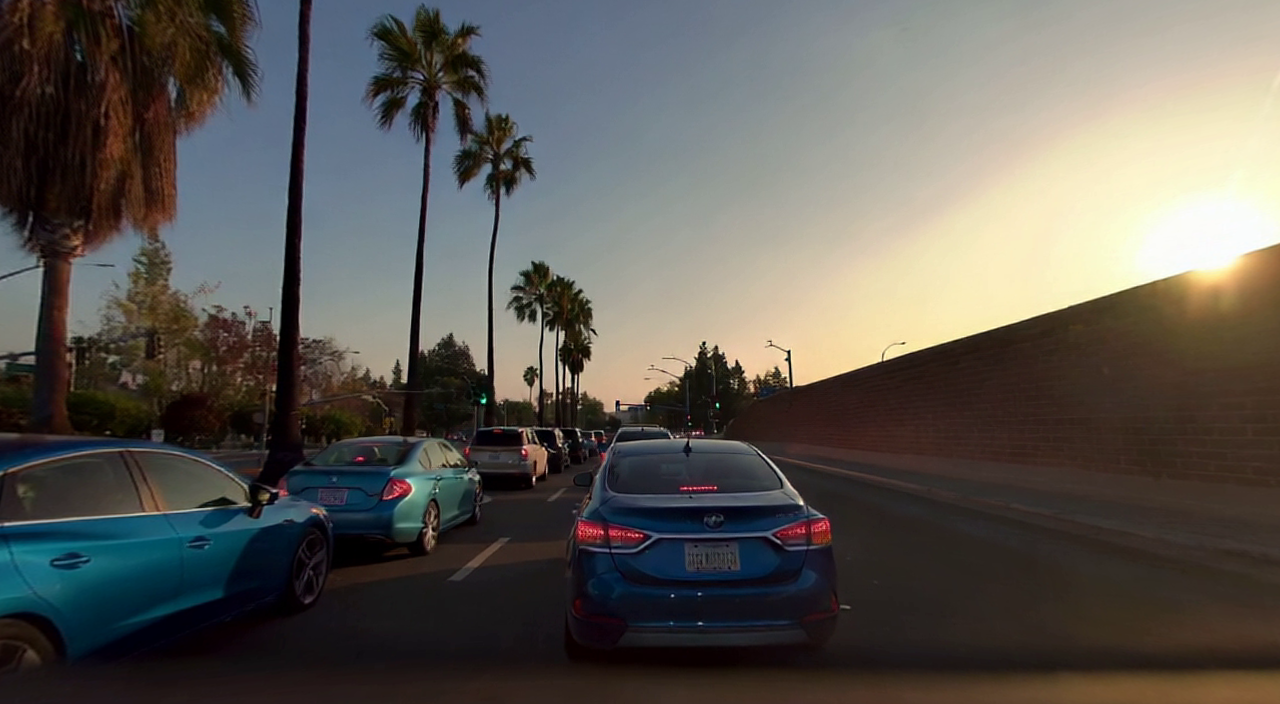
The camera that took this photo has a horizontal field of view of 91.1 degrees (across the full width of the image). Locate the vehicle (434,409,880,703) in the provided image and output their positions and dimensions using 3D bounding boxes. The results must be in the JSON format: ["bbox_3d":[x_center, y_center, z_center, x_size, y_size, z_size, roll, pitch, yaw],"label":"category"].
[{"bbox_3d":[0.043,1.334,5.203,2.128,1.473,4.272,0,-8,-1],"label":"vehicle"}]

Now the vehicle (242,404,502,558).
[{"bbox_3d":[-3.515,1.775,9.288,2.055,1.746,4.136,0,-8,-1],"label":"vehicle"}]

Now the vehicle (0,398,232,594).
[{"bbox_3d":[-6.666,1.400,6.393,1.963,1.721,4.662,0,-8,-2],"label":"vehicle"}]
